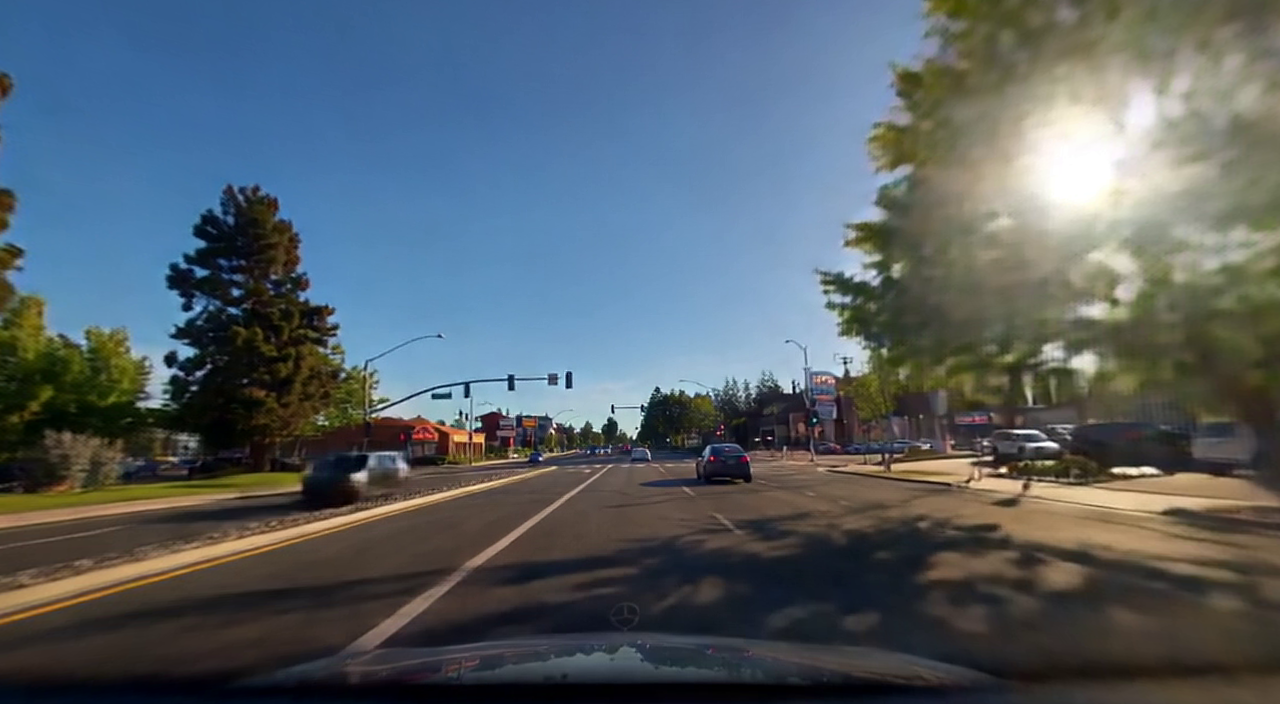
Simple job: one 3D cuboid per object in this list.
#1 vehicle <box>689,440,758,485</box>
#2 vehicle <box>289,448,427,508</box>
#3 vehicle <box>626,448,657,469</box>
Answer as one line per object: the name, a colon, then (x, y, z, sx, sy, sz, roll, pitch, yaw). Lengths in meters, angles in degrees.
vehicle: (3.241, 4.407, 25.498, 2.022, 1.643, 4.326, 0, -9, -2)
vehicle: (-8.217, 3.687, 18.989, 1.990, 1.534, 4.630, 0, -9, 0)
vehicle: (0.071, 7.699, 45.890, 2.135, 1.468, 4.076, 0, -9, -1)
